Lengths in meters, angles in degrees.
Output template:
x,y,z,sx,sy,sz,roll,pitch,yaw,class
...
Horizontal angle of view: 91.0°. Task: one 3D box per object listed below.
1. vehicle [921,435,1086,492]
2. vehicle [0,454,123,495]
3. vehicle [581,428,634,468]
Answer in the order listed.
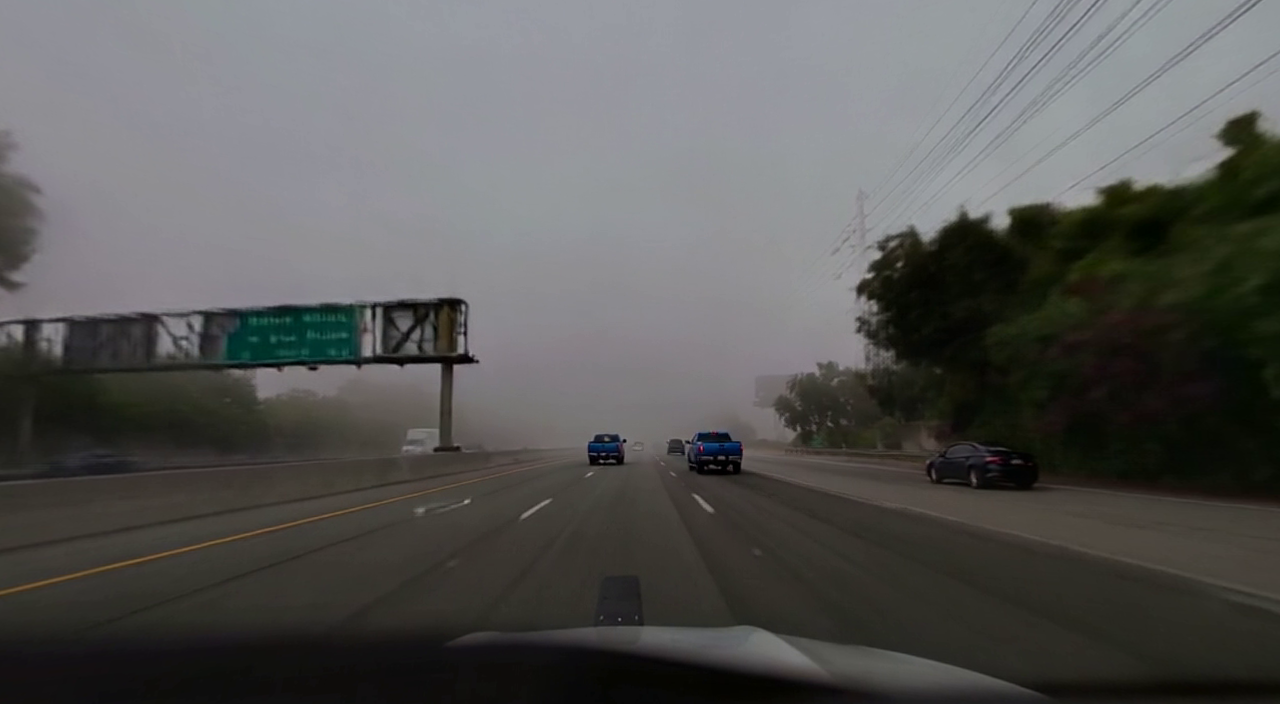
x,y,z,sx,sy,sz,roll,pitch,yaw,class
10.460,3.235,18.661,2.076,1.470,4.644,0,-8,-1,vehicle
-25.076,5.141,26.867,1.951,1.489,4.781,0,-8,0,vehicle
-1.731,5.486,36.044,2.508,2.023,6.176,0,-8,2,vehicle
